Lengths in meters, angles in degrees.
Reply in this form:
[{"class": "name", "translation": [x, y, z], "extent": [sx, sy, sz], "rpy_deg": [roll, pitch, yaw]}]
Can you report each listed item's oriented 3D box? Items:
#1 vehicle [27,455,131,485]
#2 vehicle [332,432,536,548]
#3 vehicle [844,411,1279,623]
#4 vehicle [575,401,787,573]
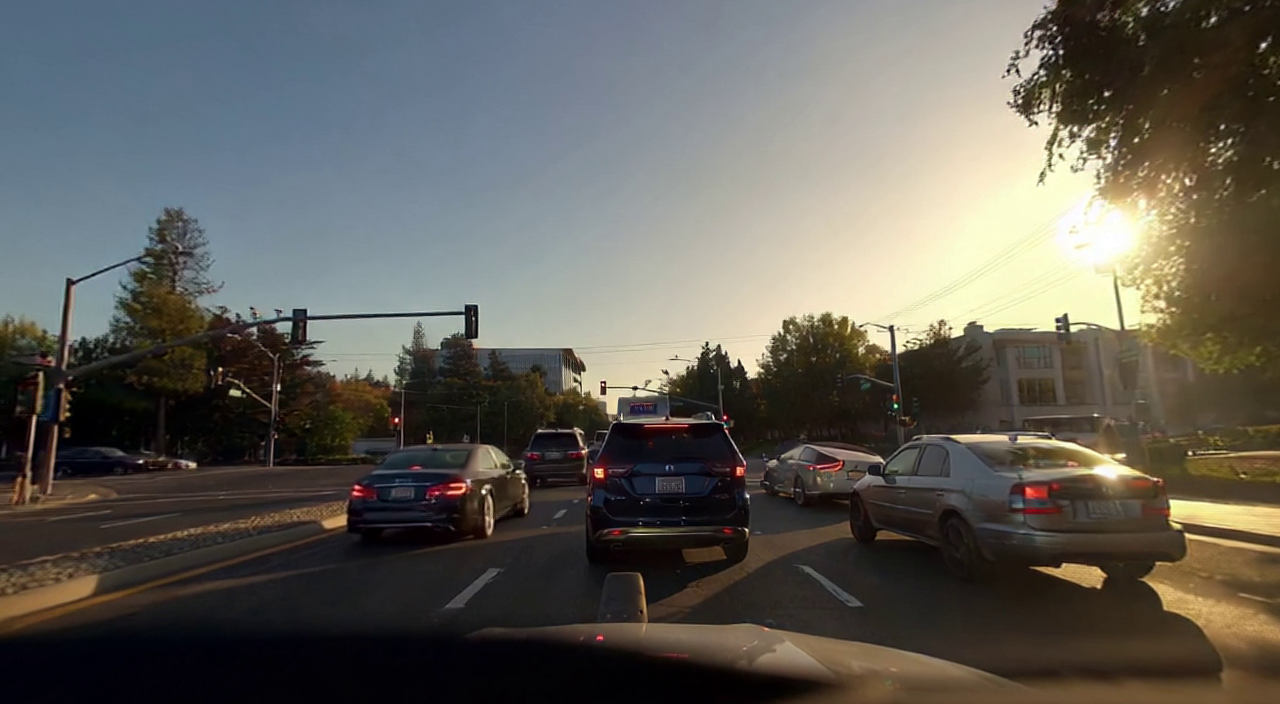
[{"class": "vehicle", "translation": [-32.910, 6.913, 37.040], "extent": [4.395, 1.636, 1.926], "rpy_deg": [-1, -8, 6]}, {"class": "vehicle", "translation": [-3.036, 2.117, 10.401], "extent": [1.876, 1.497, 4.308], "rpy_deg": [0, -8, 1]}, {"class": "vehicle", "translation": [3.916, 1.551, 6.861], "extent": [1.954, 1.592, 3.992], "rpy_deg": [0, -8, -2]}, {"class": "vehicle", "translation": [0.409, 1.711, 8.737], "extent": [2.172, 1.764, 4.338], "rpy_deg": [0, -8, 0]}]
